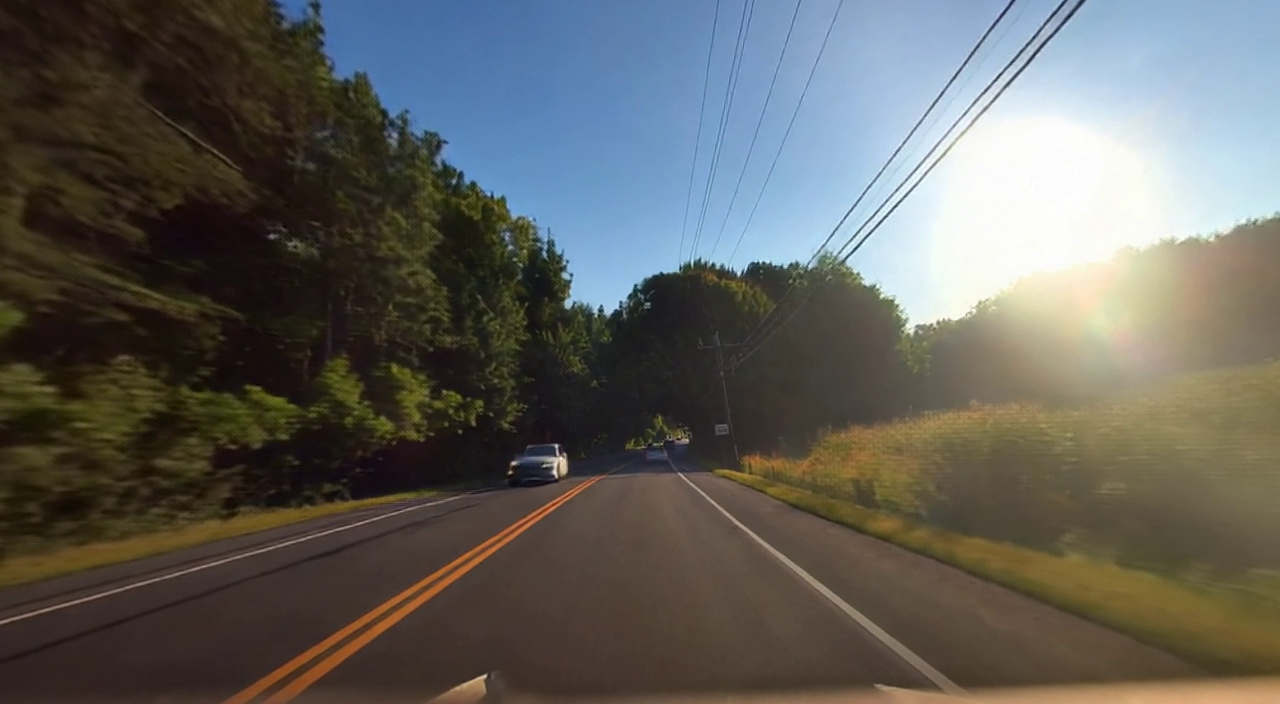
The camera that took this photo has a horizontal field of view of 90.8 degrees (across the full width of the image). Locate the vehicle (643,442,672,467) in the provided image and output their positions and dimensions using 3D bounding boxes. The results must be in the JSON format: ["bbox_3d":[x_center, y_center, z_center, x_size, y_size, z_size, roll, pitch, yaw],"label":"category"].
[{"bbox_3d":[1.276,7.690,47.640,2.083,1.767,4.448,0,-9,1],"label":"vehicle"}]

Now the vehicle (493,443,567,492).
[{"bbox_3d":[-3.775,4.020,22.311,1.894,1.537,3.642,0,-9,0],"label":"vehicle"}]
